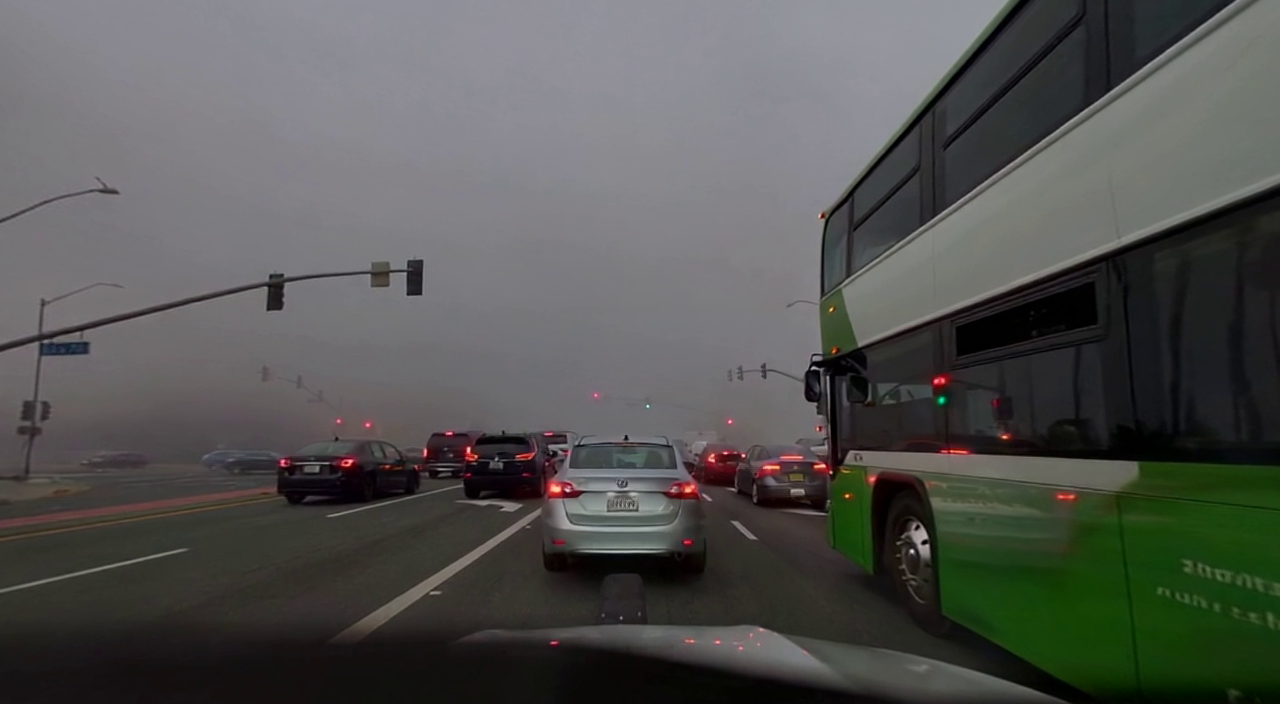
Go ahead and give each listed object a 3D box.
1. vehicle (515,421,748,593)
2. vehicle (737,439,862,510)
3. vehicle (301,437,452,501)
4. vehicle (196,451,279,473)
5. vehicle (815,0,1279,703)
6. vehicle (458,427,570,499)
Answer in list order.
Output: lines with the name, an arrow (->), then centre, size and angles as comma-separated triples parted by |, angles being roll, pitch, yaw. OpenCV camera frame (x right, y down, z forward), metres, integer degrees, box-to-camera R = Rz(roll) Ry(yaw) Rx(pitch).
vehicle -> -0.087, 1.666, 7.583 | 2.060, 1.499, 3.831 | 0, -9, 0
vehicle -> 3.683, 2.905, 15.510 | 1.989, 1.467, 4.364 | 0, -9, 1
vehicle -> -6.930, 3.123, 17.328 | 1.927, 1.480, 4.832 | 0, -9, 2
vehicle -> -28.872, 7.886, 45.402 | 4.630, 1.473, 1.837 | 0, -9, -5
vehicle -> 3.550, -0.538, 0.569 | 2.970, 4.015, 13.606 | 0, -9, 0
vehicle -> -3.285, 3.015, 17.481 | 2.020, 1.721, 4.366 | -1, -9, 2
